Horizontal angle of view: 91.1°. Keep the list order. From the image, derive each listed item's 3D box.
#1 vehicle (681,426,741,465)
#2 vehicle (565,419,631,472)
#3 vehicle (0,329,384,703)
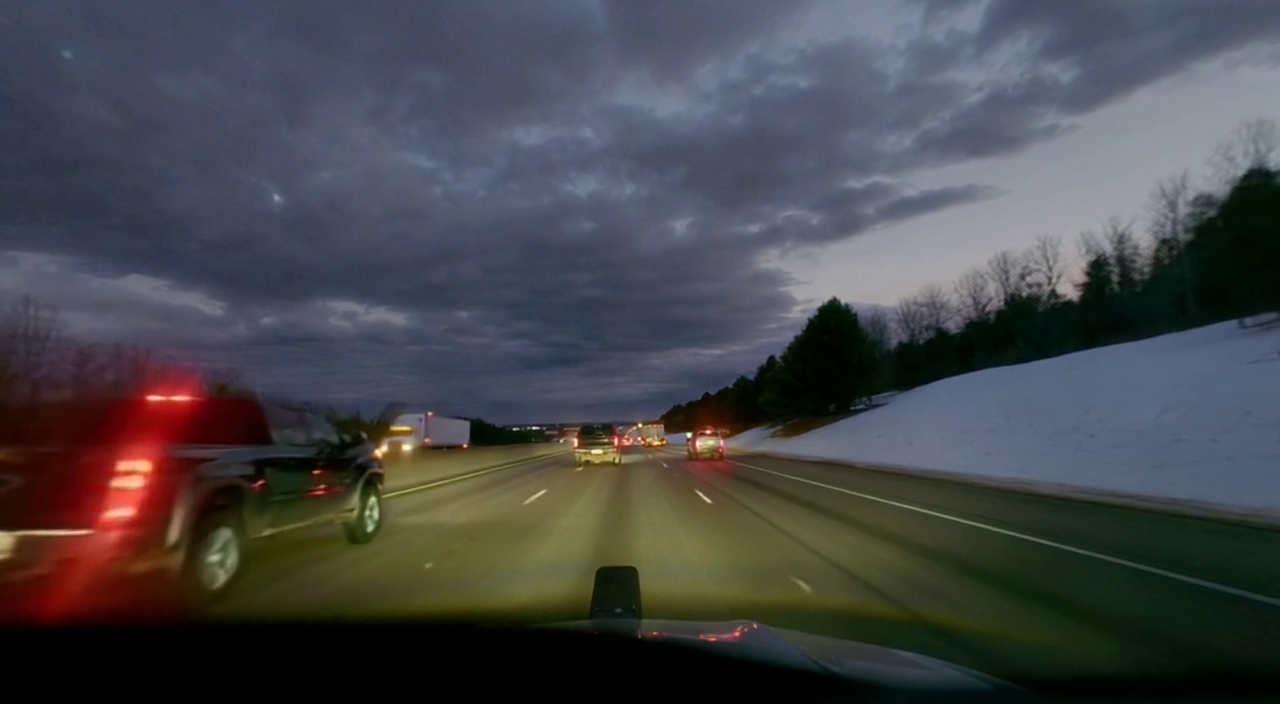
[{"bbox_3d":[3.220,4.341,29.400,2.124,1.696,4.173,0,-8,-2],"label":"vehicle"},{"bbox_3d":[-1.443,3.465,23.548,2.185,1.772,4.656,0,-8,0],"label":"vehicle"},{"bbox_3d":[-3.870,1.007,4.790,1.997,1.663,4.451,0,-8,-1],"label":"vehicle"}]
